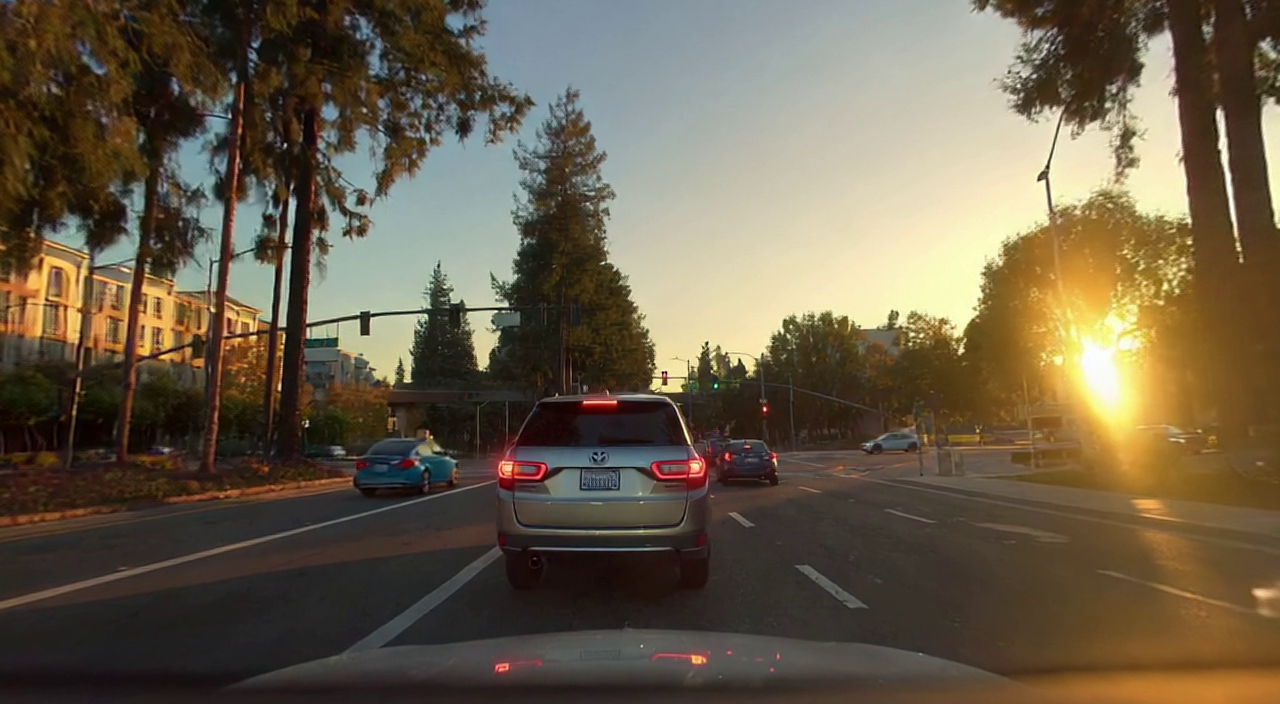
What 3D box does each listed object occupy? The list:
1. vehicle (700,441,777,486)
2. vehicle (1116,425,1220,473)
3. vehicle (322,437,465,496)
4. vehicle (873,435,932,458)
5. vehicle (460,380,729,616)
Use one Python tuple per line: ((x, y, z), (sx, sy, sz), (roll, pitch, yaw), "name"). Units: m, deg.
((3.372, 3.897, 22.386), (2.104, 1.441, 4.240), (0, -8, 1), "vehicle")
((19.243, 3.520, 22.923), (4.215, 1.578, 1.892), (7, -11, -37), "vehicle")
((-6.889, 3.248, 18.344), (2.060, 1.473, 4.950), (0, -8, 2), "vehicle")
((19.996, 7.205, 47.907), (4.361, 1.653, 2.034), (6, -10, -35), "vehicle")
((-0.343, 1.442, 7.100), (2.064, 1.817, 4.298), (0, -8, 0), "vehicle")
